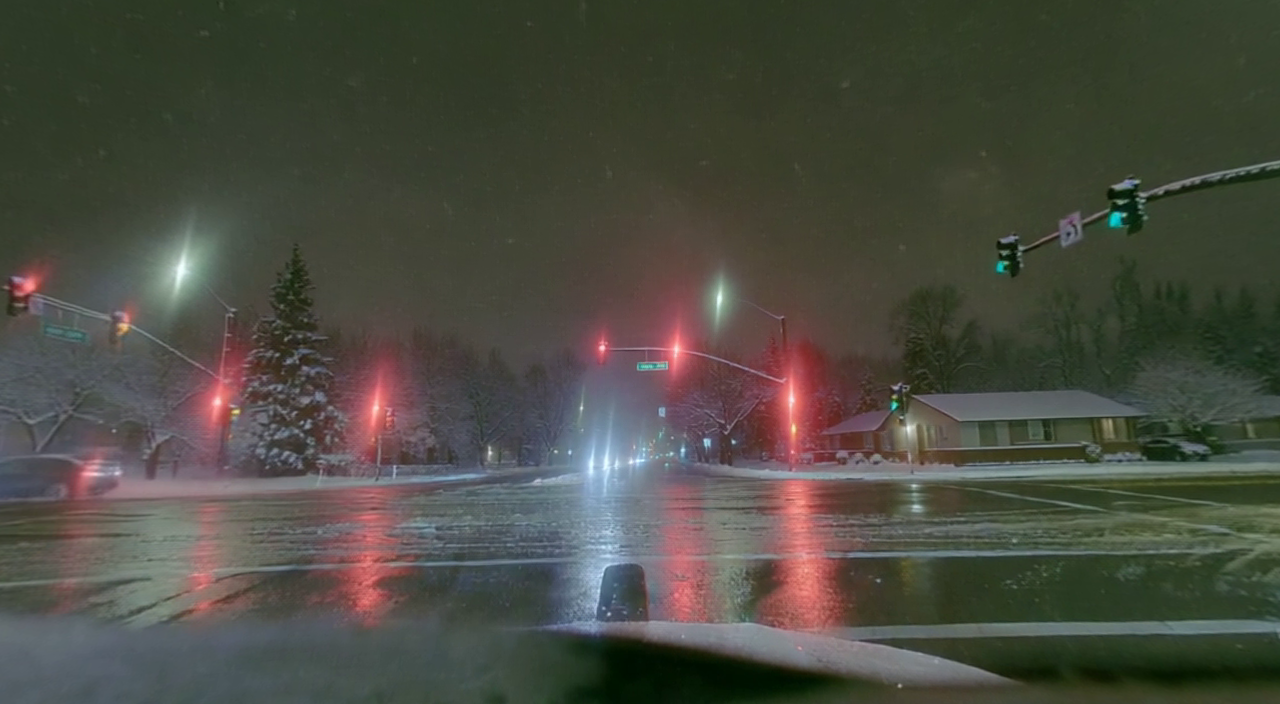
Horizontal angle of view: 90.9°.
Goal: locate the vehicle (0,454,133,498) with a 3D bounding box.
[{"bbox_3d":[-21.377,4.433,22.745,4.562,1.460,1.822,0,-8,0],"label":"vehicle"}]
